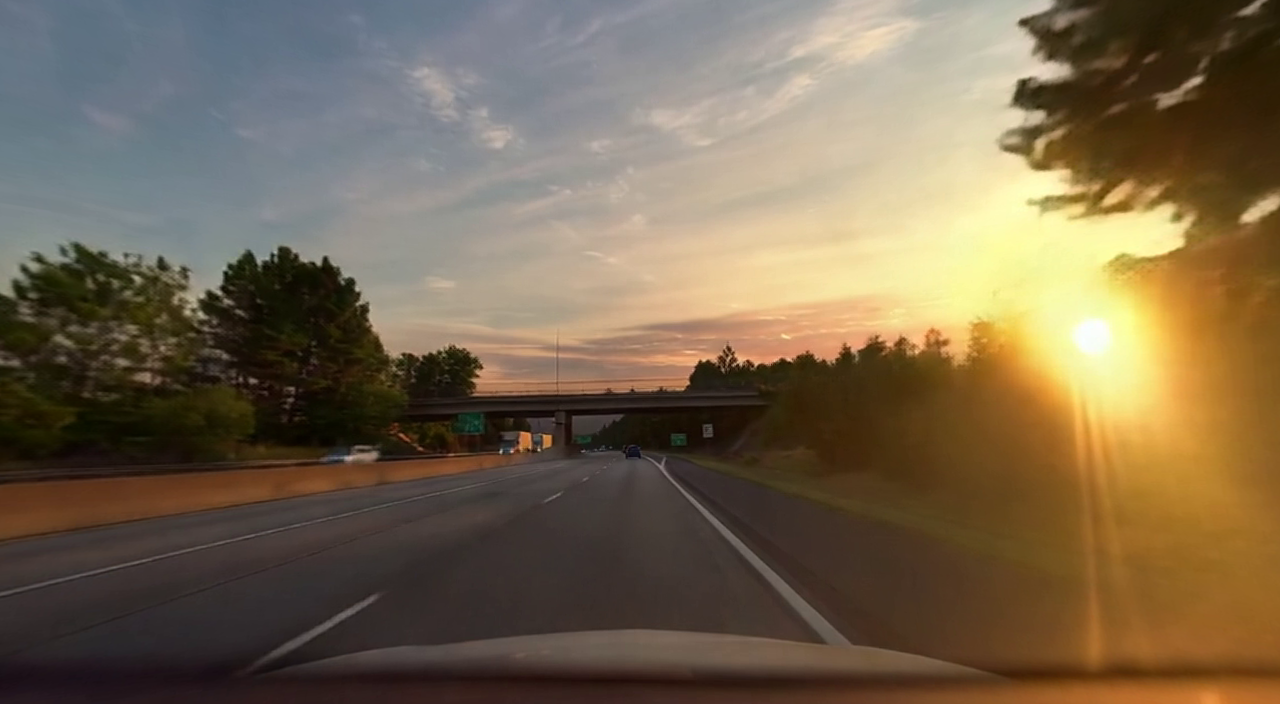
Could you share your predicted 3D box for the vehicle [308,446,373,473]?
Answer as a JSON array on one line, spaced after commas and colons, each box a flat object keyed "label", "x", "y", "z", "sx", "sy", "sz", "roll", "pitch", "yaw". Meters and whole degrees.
[{"label": "vehicle", "x": -18.089, "y": 6.489, "z": 38.315, "sx": 1.888, "sy": 1.549, "sz": 4.253, "roll": 0, "pitch": -9, "yaw": 0}]
